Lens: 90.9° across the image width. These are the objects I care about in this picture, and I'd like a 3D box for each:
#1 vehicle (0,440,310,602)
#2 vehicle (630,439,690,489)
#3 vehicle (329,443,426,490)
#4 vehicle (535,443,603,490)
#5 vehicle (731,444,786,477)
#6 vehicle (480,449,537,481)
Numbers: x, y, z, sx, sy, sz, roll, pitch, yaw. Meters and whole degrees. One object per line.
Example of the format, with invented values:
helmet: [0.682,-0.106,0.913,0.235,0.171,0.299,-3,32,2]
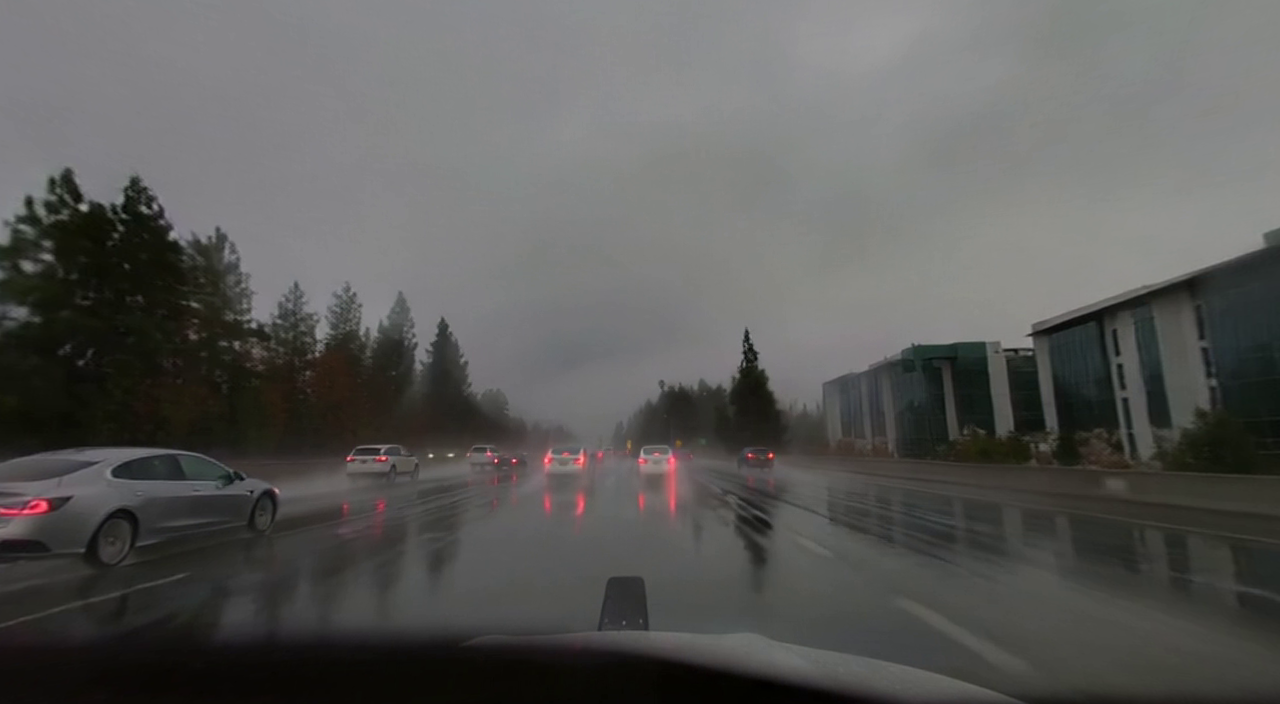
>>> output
vehicle: [-6.650,1.904,8.210,2.116,1.473,4.644,-1,-8,1]
vehicle: [0.731,4.239,24.284,2.114,1.715,4.136,-1,-8,1]
vehicle: [-10.370,4.511,25.355,1.947,1.683,4.331,-1,-8,1]
vehicle: [-2.652,4.381,24.606,2.102,1.624,4.257,-1,-8,1]
vehicle: [6.733,6.180,36.418,2.071,1.754,4.484,0,-8,-3]
vehicle: [-6.446,5.560,31.344,1.886,1.455,4.148,-1,-8,1]
